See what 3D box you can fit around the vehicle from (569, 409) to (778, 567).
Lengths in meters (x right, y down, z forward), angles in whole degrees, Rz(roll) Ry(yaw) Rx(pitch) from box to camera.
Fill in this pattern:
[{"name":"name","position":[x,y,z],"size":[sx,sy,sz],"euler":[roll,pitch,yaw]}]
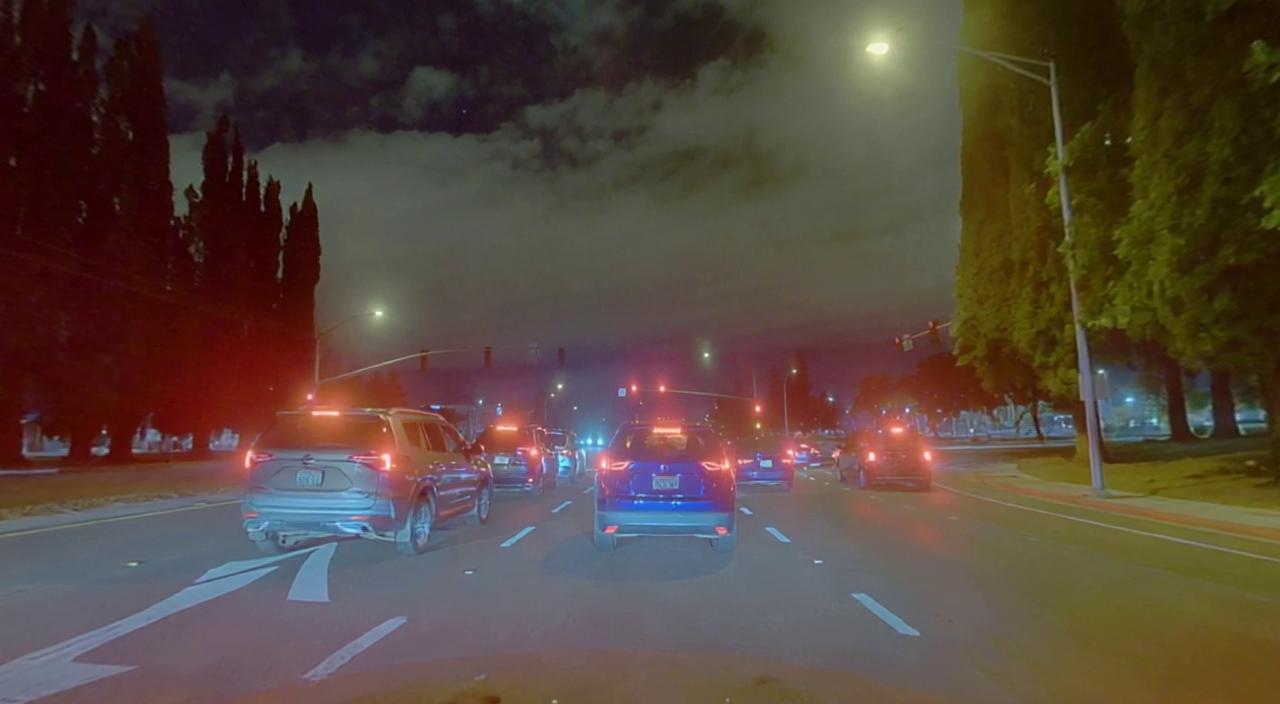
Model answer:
[{"name":"vehicle","position":[0.381,1.746,8.777],"size":[2.189,1.649,4.171],"euler":[0,-8,1]}]

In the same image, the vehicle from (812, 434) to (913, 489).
[{"name":"vehicle","position":[7.188,3.554,20.816],"size":[2.067,1.599,4.251],"euler":[-1,-8,5]}]

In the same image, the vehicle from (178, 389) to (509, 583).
[{"name":"vehicle","position":[-3.249,1.578,8.180],"size":[2.085,1.812,4.388],"euler":[0,-8,1]}]
